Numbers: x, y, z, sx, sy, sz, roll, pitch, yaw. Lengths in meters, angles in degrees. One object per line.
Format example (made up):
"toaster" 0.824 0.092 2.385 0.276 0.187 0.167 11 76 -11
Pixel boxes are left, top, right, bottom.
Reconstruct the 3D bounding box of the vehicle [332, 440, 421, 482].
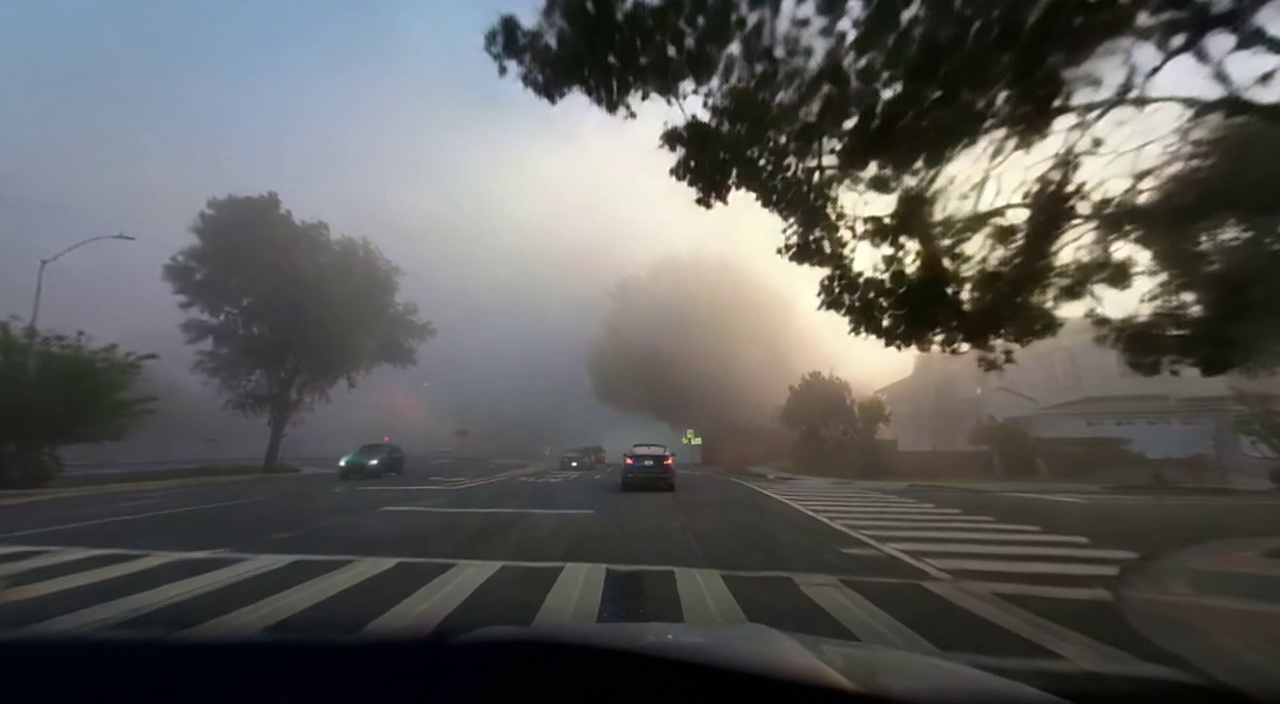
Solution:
"vehicle" -11.530 4.792 27.822 2.103 1.679 4.199 0 -8 -1

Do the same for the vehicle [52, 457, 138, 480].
"vehicle" -41.234 8.790 47.594 4.724 1.597 2.191 8 -11 -41

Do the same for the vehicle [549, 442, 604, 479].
"vehicle" -3.153 5.460 32.139 2.067 1.546 4.988 2 -7 2

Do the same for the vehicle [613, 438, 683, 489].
"vehicle" 0.286 3.953 22.585 2.290 1.653 4.127 0 -9 1
